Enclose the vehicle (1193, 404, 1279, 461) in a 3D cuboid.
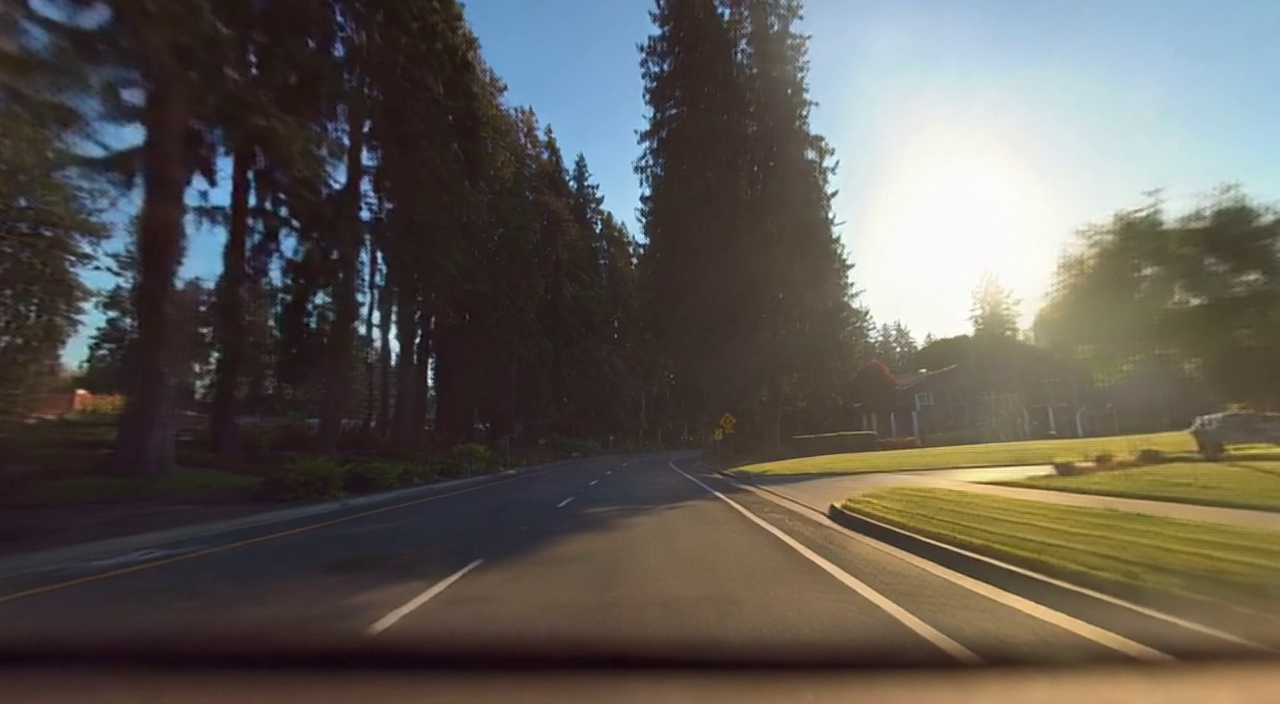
[{"bbox_3d":[21.912,2.926,22.602,1.889,1.853,4.207,-4,-9,25],"label":"vehicle"}]
